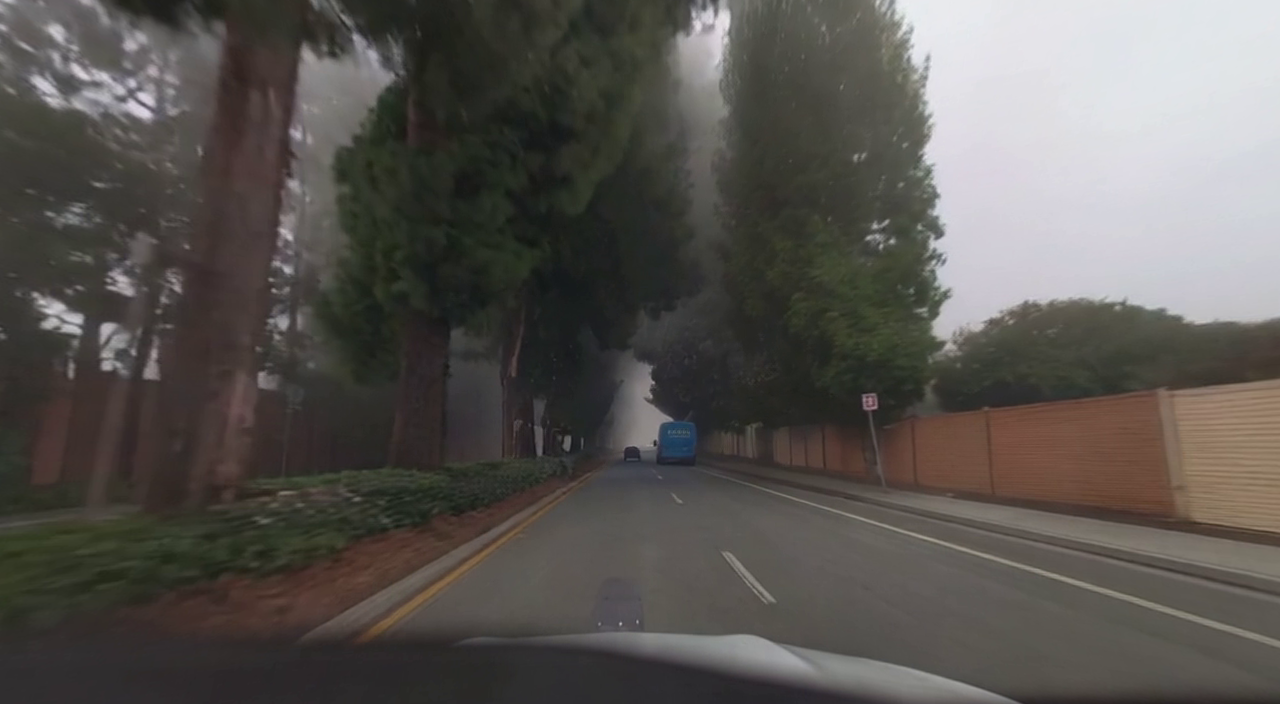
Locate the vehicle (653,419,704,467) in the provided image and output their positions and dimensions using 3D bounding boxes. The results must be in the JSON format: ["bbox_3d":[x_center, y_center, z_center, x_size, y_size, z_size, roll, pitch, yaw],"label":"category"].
[{"bbox_3d":[2.787,7.165,49.590,2.959,3.285,12.428,0,-8,-1],"label":"vehicle"}]
